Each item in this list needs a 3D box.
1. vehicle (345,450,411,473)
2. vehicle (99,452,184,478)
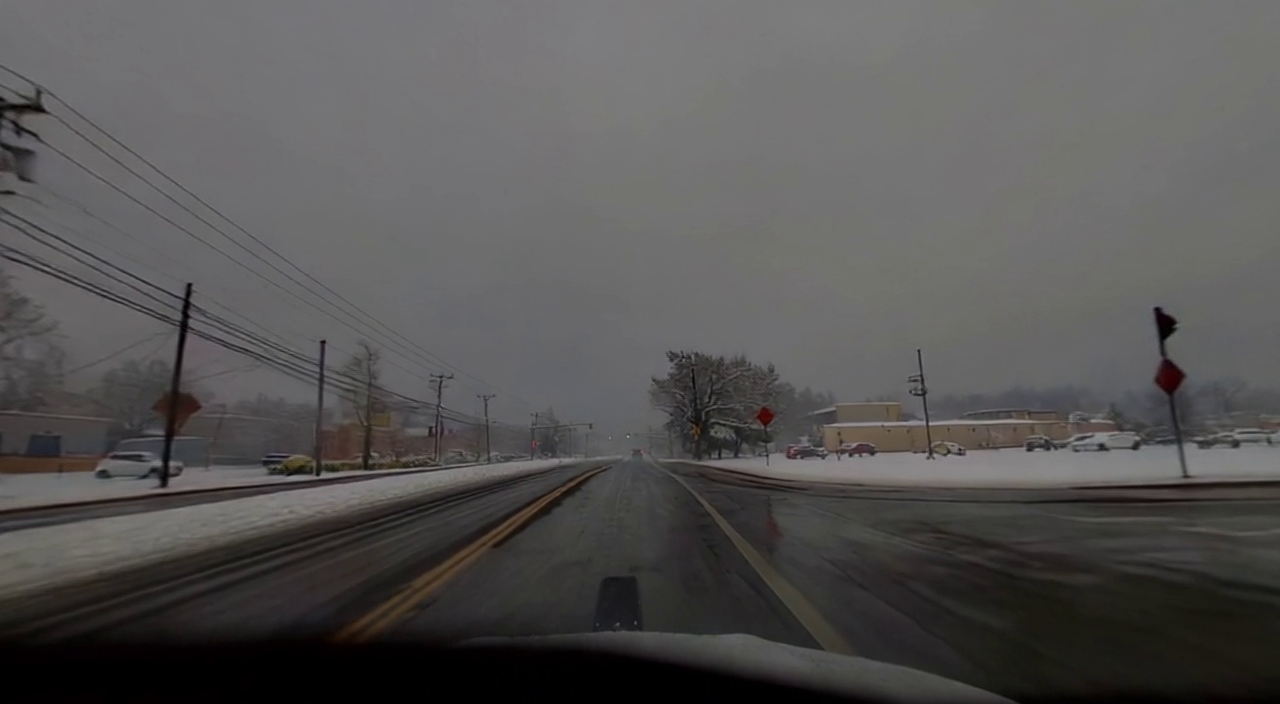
[{"bbox_3d":[-20.181,8.444,48.779,4.303,1.409,1.862,-3,-6,2],"label":"vehicle"},{"bbox_3d":[-32.713,7.401,41.595,3.976,1.504,1.896,-2,-7,1],"label":"vehicle"}]
